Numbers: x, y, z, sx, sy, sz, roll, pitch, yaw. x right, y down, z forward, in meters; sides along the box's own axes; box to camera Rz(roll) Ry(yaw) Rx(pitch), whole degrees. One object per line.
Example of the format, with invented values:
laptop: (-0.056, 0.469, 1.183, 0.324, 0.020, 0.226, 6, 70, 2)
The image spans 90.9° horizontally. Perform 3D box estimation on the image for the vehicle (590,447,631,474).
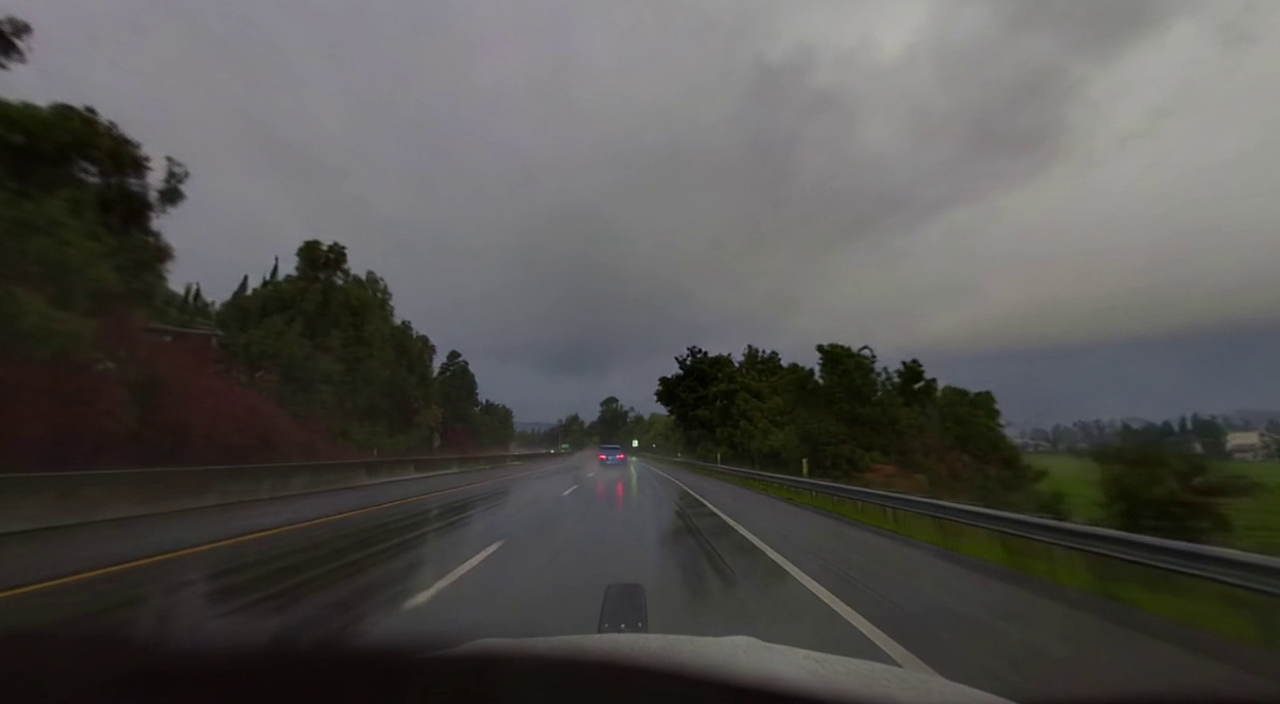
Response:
vehicle: (-1.603, 6.187, 36.092, 2.126, 1.411, 4.433, 0, -9, 0)
